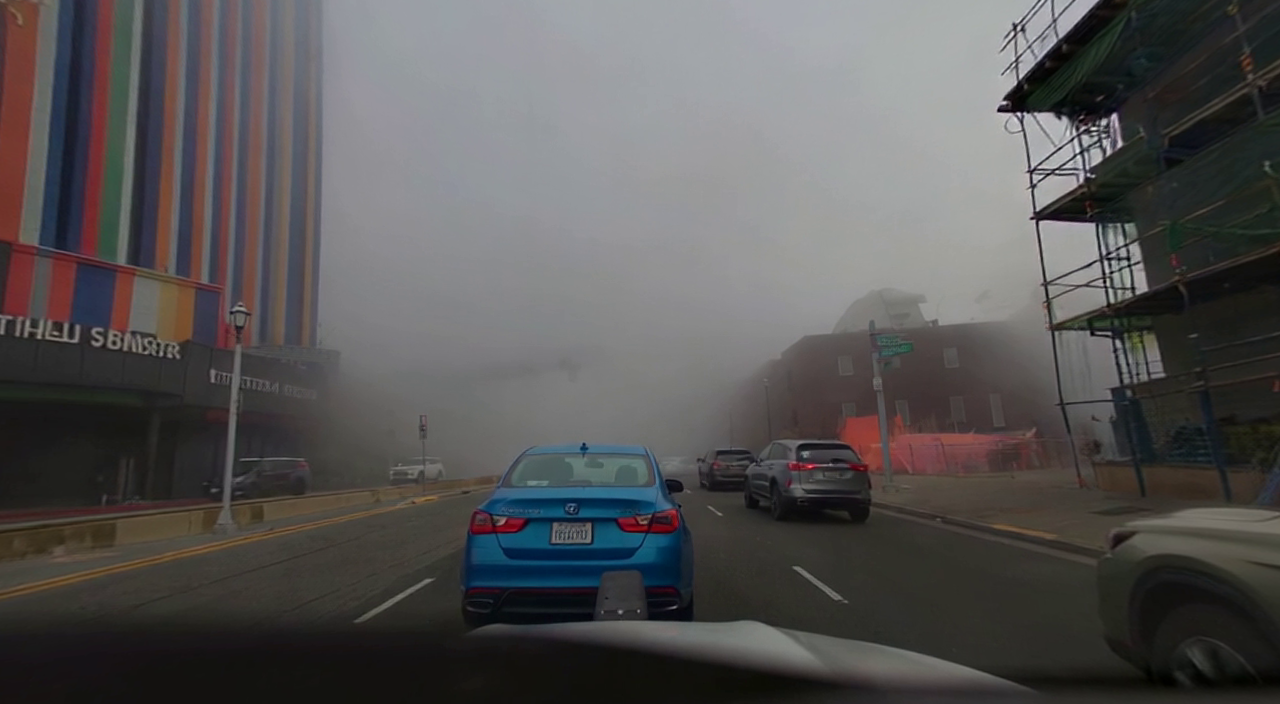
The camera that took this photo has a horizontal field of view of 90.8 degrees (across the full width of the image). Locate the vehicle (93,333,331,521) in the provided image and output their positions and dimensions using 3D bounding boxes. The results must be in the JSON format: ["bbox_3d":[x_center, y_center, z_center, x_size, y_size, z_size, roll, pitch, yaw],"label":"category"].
[{"bbox_3d":[-9.093,1.682,13.923,2.592,3.548,3.414,-2,-9,4],"label":"vehicle"}]

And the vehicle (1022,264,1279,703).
[{"bbox_3d":[3.341,0.493,1.043,2.182,1.954,5.341,0,-8,2],"label":"vehicle"}]

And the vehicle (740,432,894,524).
[{"bbox_3d":[3.888,2.851,14.977,2.185,1.797,4.934,0,-8,-1],"label":"vehicle"}]

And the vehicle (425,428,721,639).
[{"bbox_3d":[-0.432,1.622,6.711,2.131,1.496,4.193,0,-8,2],"label":"vehicle"}]

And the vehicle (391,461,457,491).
[{"bbox_3d":[-12.519,7.218,36.946,1.986,1.476,4.753,-1,-8,4],"label":"vehicle"}]
